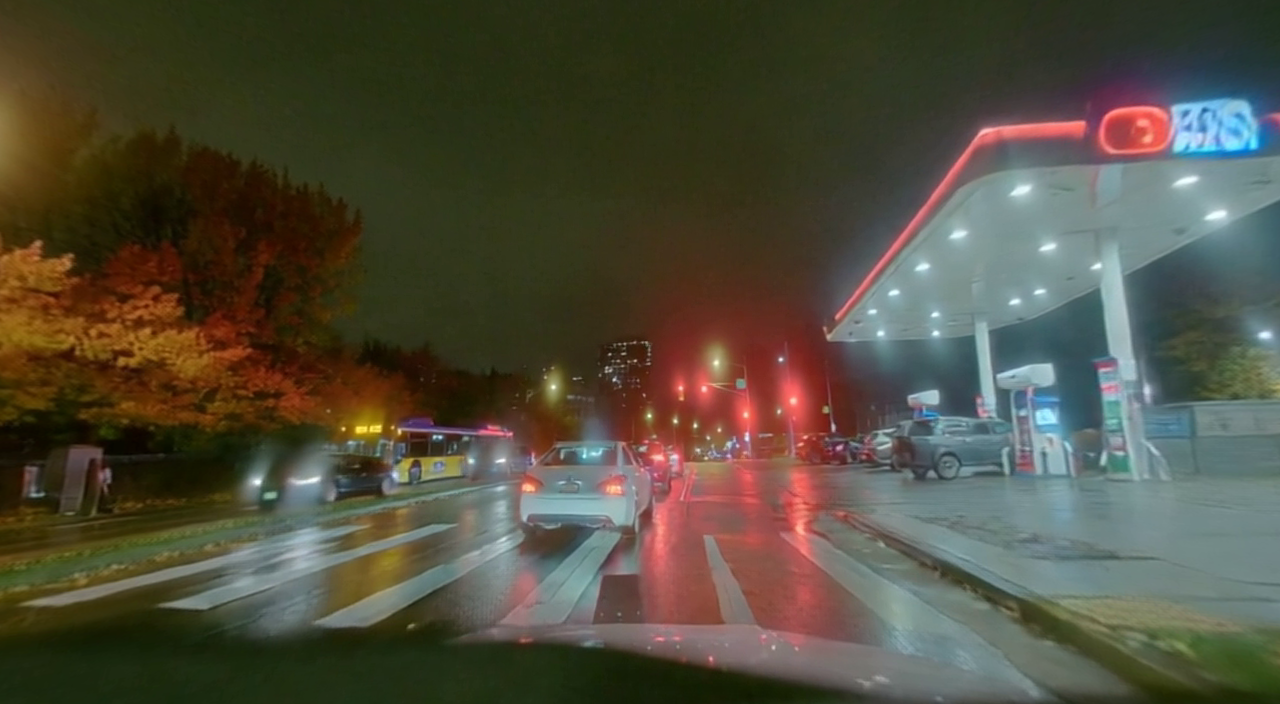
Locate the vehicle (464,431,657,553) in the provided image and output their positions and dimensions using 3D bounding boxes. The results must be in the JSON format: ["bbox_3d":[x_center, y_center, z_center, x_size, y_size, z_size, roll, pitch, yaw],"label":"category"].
[{"bbox_3d":[-0.966,2.078,10.024,2.092,1.507,4.078,-1,-9,7],"label":"vehicle"}]

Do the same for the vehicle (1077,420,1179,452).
[{"bbox_3d":[28.567,4.964,36.817,4.130,1.665,2.141,-2,-8,-1],"label":"vehicle"}]

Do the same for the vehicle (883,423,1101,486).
[{"bbox_3d":[9.836,2.926,17.935,4.894,1.451,2.089,-3,-9,6],"label":"vehicle"}]

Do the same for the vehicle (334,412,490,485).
[{"bbox_3d":[-11.533,5.186,33.678,3.189,3.205,11.526,0,-9,5],"label":"vehicle"}]

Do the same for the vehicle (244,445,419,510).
[{"bbox_3d":[-8.640,3.526,18.250,2.054,1.599,5.178,-1,-9,6],"label":"vehicle"}]
